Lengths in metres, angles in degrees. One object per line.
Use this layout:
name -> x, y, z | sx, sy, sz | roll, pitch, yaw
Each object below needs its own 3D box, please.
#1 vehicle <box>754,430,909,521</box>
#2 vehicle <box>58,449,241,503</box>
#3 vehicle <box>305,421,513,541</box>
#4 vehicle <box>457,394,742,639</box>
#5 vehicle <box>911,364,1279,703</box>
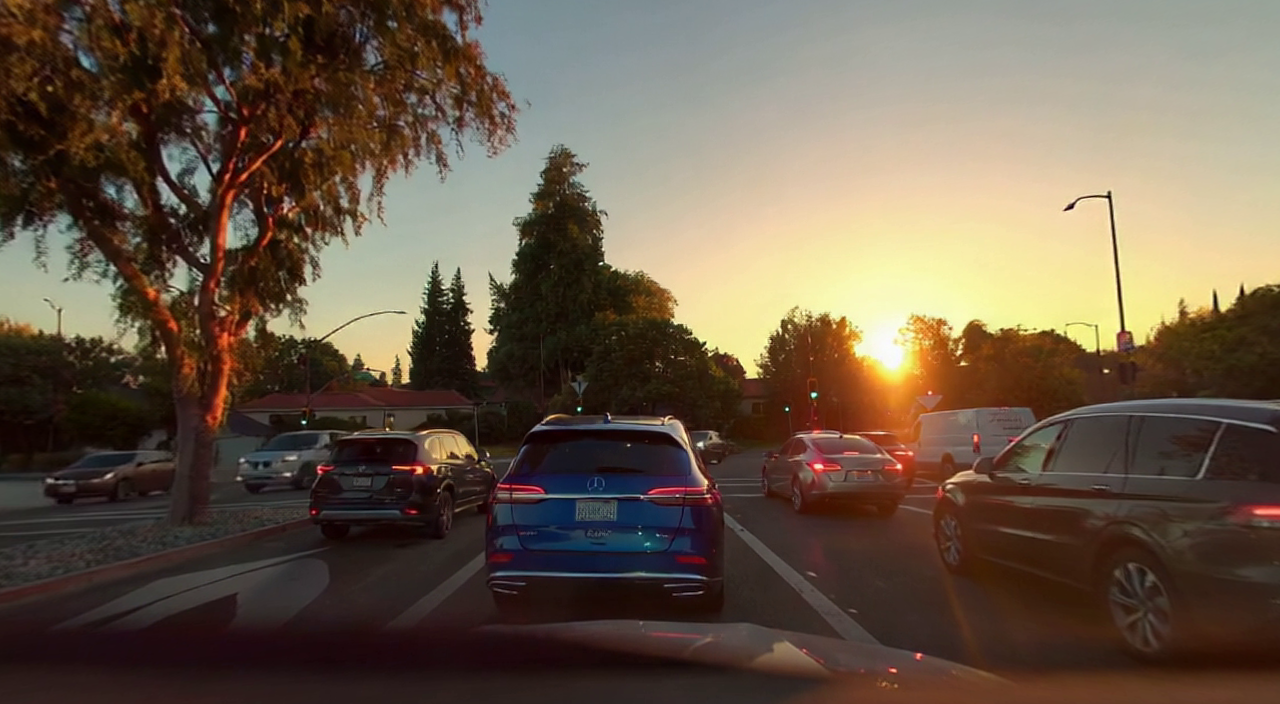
vehicle -> 3.656, 2.422, 12.871 | 1.847, 1.554, 3.885 | 0, -8, -1
vehicle -> -15.820, 3.976, 20.789 | 2.057, 1.540, 4.884 | 0, -8, 1
vehicle -> -3.770, 2.178, 11.299 | 2.012, 1.701, 4.316 | 0, -8, 1
vehicle -> -0.165, 1.462, 6.587 | 2.022, 1.700, 4.084 | -1, -8, 4
vehicle -> 4.141, 1.248, 5.232 | 2.014, 1.740, 4.515 | 0, -8, 4
